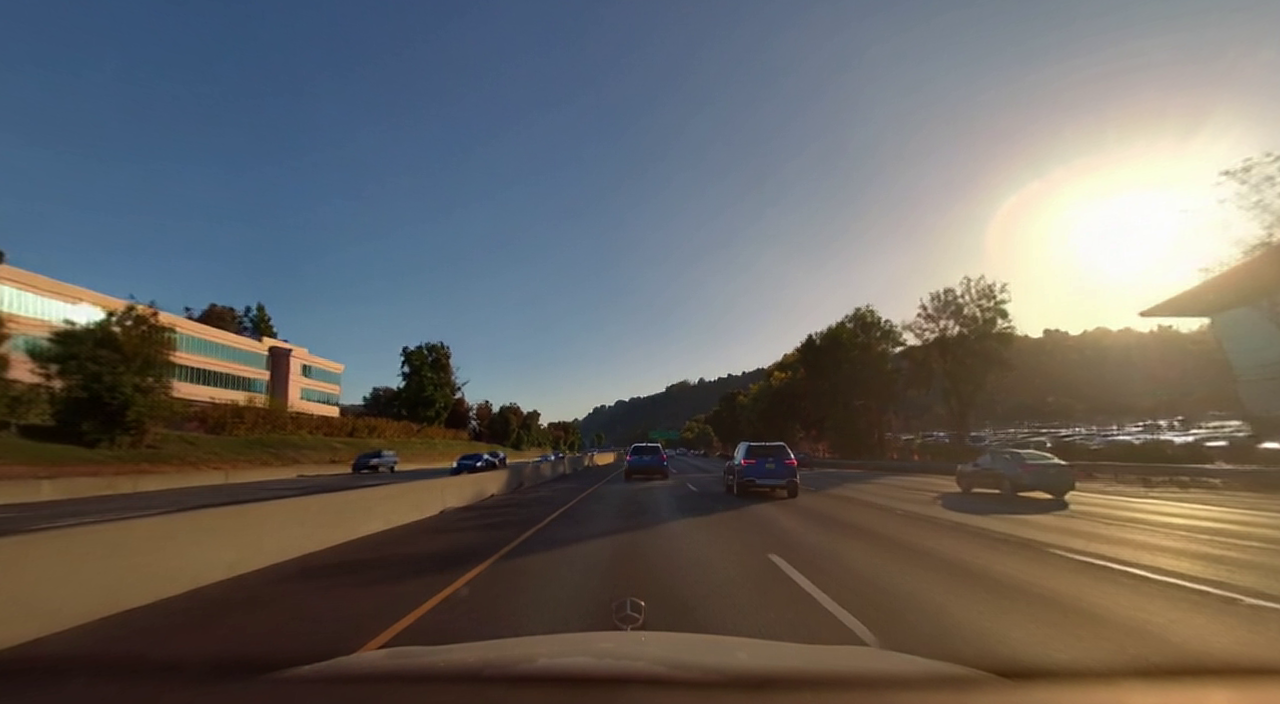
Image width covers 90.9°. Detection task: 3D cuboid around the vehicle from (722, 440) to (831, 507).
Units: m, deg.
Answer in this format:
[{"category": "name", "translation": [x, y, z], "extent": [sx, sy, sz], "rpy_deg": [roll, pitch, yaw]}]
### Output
[{"category": "vehicle", "translation": [3.548, 3.222, 17.254], "extent": [2.042, 1.592, 4.047], "rpy_deg": [0, -8, -1]}]

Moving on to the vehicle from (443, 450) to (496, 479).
[{"category": "vehicle", "translation": [-10.699, 7.054, 39.864], "extent": [2.012, 1.685, 4.411], "rpy_deg": [0, -8, 1]}]

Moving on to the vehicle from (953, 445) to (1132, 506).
[{"category": "vehicle", "translation": [10.984, 3.356, 17.713], "extent": [2.027, 1.446, 4.470], "rpy_deg": [0, -8, 0]}]

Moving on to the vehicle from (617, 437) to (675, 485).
[{"category": "vehicle", "translation": [0.243, 4.647, 27.250], "extent": [2.290, 1.862, 4.454], "rpy_deg": [0, -8, 1]}]
